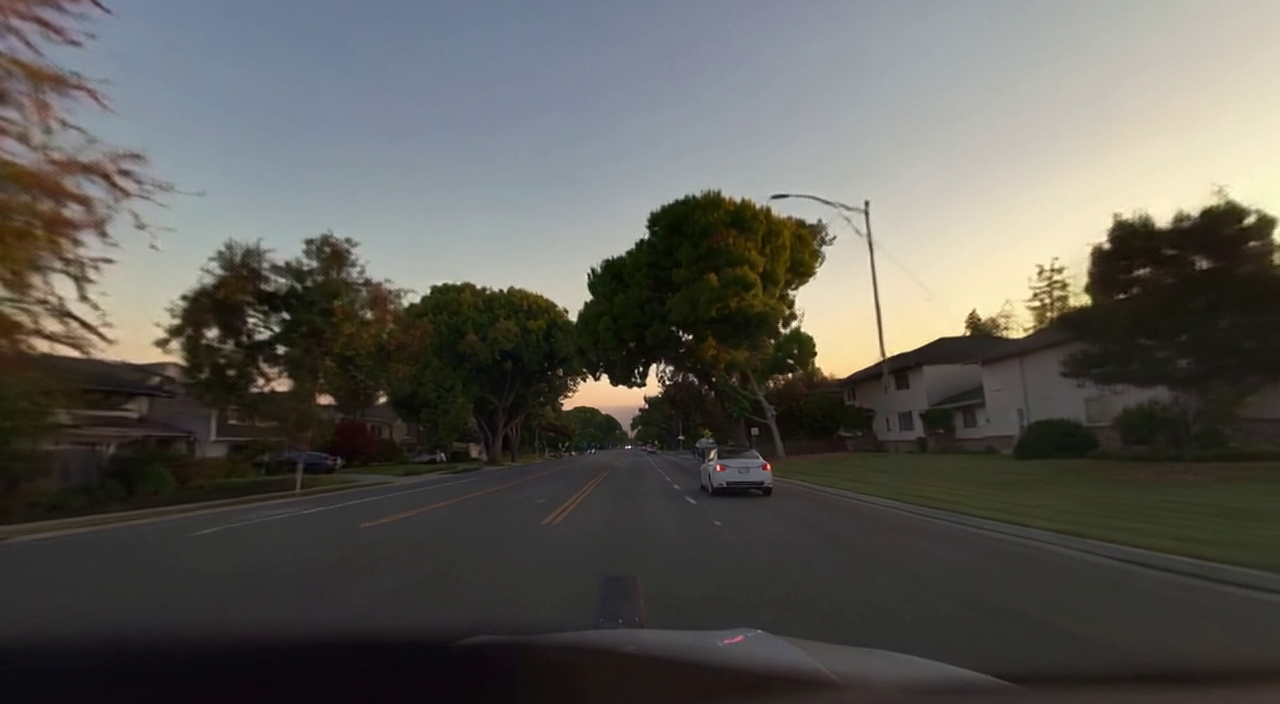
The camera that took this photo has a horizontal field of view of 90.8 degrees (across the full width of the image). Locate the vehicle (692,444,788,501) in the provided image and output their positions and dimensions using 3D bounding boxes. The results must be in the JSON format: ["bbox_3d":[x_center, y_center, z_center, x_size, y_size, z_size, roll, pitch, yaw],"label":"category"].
[{"bbox_3d":[2.825,3.504,18.896,2.057,1.493,4.225,0,-8,-2],"label":"vehicle"}]
